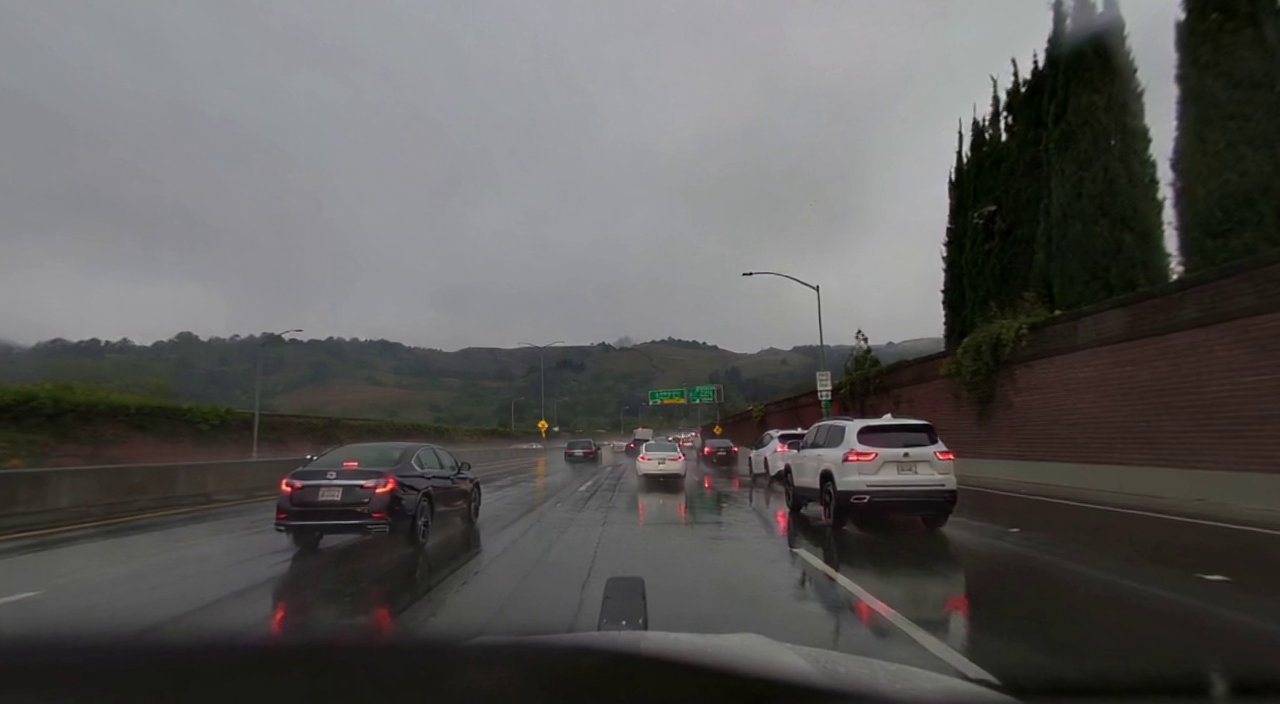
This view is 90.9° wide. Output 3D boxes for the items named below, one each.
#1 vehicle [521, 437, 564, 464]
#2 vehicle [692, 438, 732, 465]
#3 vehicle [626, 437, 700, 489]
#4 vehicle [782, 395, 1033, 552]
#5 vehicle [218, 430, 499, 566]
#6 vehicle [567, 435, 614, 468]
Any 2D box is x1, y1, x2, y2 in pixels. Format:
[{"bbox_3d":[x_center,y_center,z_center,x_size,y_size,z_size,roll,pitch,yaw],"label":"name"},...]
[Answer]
[{"bbox_3d":[-6.784,6.930,44.436,2.055,1.751,4.825,0,-8,2],"label":"vehicle"},{"bbox_3d":[4.132,5.755,36.628,1.855,1.513,3.915,0,-8,0],"label":"vehicle"},{"bbox_3d":[0.659,3.438,19.892,2.105,1.471,3.978,0,-8,0],"label":"vehicle"},{"bbox_3d":[3.648,1.746,9.668,1.930,1.831,4.344,0,-8,0],"label":"vehicle"},{"bbox_3d":[-3.554,1.896,9.067,1.961,1.456,4.362,0,-8,1],"label":"vehicle"},{"bbox_3d":[-2.826,5.773,36.944,2.154,1.793,4.736,0,-8,3],"label":"vehicle"}]
